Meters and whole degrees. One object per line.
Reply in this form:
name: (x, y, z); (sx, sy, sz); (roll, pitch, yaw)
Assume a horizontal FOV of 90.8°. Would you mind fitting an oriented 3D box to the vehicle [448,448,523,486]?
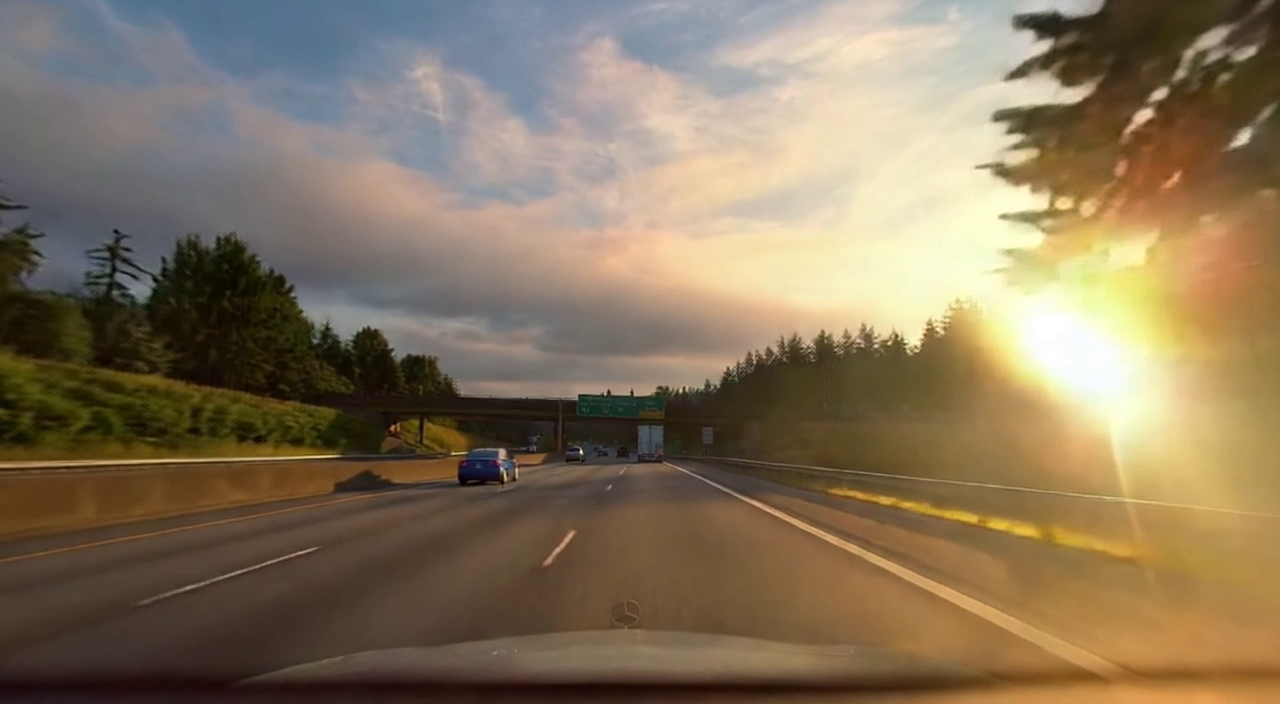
vehicle: (-6.532, 4.894, 27.178); (2.038, 1.489, 4.603); (0, -9, 0)
